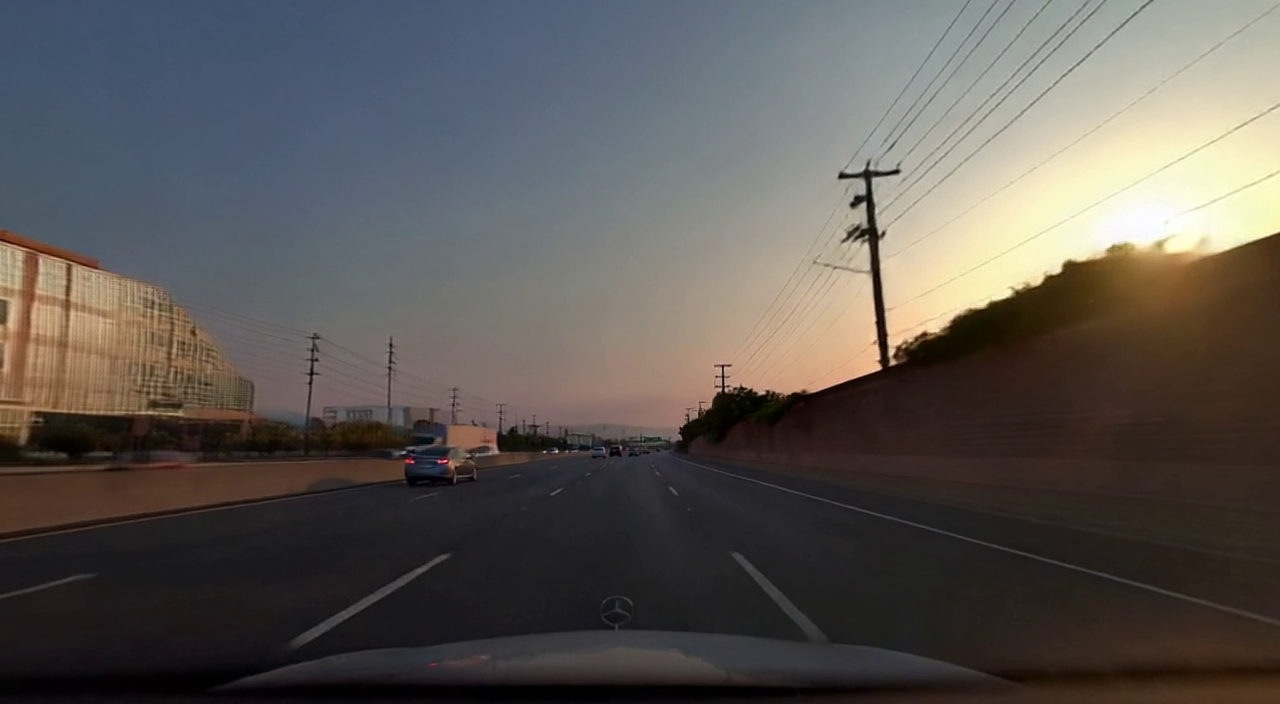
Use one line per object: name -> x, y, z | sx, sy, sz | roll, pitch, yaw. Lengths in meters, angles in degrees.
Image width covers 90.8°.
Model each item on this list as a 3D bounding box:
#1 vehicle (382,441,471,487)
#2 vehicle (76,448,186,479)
vehicle -> -7.980, 4.218, 24.046 | 2.013, 1.574, 3.923 | 0, -9, 0
vehicle -> -25.878, 5.671, 32.356 | 1.917, 1.431, 4.473 | 0, -9, 0
